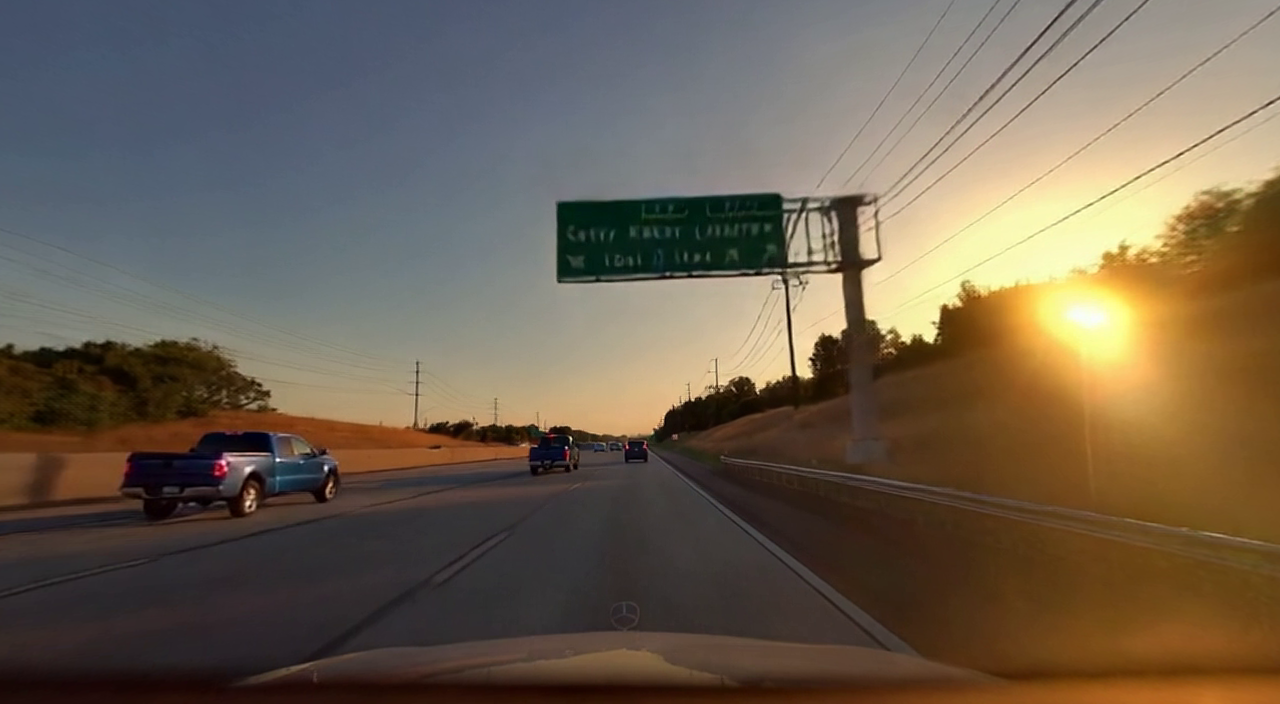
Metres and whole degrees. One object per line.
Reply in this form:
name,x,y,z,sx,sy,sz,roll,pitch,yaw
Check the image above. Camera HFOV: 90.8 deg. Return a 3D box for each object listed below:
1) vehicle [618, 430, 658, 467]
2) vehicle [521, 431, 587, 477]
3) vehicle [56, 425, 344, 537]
vehicle,-0.117,6.098,40.028,2.358,2.144,4.713,-1,-9,0
vehicle,-3.718,4.535,28.180,2.204,1.812,5.289,0,-9,0
vehicle,-7.477,2.218,11.481,2.013,1.609,4.446,-1,-9,0
